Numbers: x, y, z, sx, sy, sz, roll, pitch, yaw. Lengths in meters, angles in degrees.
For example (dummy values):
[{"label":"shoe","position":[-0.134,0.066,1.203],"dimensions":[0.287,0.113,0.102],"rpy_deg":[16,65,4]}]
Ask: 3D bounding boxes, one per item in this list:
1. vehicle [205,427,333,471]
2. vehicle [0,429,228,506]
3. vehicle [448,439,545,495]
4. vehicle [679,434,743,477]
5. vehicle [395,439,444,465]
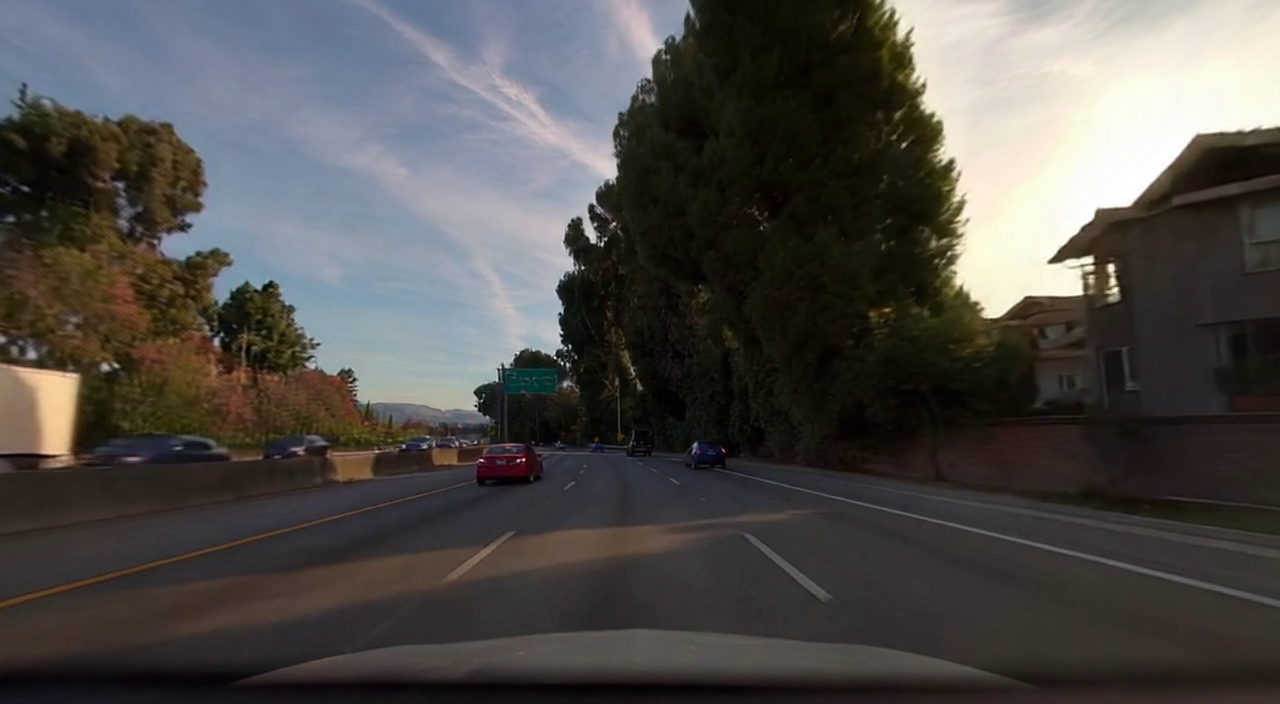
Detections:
[{"label":"vehicle","position":[-16.676,4.421,28.791],"dimensions":[2.316,1.817,5.908],"rpy_deg":[0,-9,-1]},{"label":"vehicle","position":[-12.128,2.536,14.291],"dimensions":[2.295,1.425,4.766],"rpy_deg":[0,-9,1]},{"label":"vehicle","position":[-4.272,3.479,19.457],"dimensions":[2.036,1.528,4.400],"rpy_deg":[0,-9,-1]},{"label":"vehicle","position":[2.916,4.386,26.879],"dimensions":[2.092,1.686,4.188],"rpy_deg":[0,-9,-2]},{"label":"vehicle","position":[-13.121,5.994,37.737],"dimensions":[1.639,1.454,3.672],"rpy_deg":[0,-9,-1]}]
